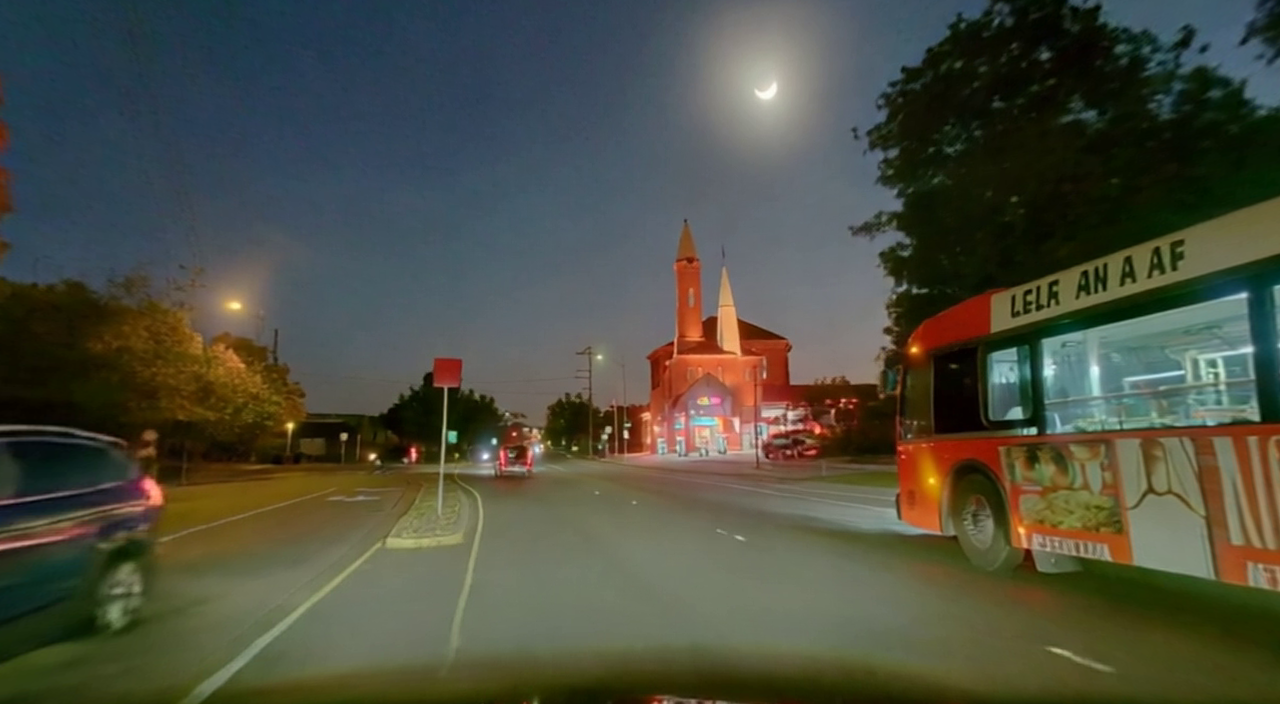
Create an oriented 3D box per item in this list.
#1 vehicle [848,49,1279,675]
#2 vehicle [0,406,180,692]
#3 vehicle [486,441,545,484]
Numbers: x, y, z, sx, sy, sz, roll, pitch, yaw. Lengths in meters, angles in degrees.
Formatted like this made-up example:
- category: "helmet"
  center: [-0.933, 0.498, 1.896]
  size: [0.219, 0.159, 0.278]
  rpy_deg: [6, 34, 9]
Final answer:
- category: "vehicle"
  center: [5.073, -0.093, 2.526]
  size: [3.028, 3.353, 12.630]
  rpy_deg: [1, -9, -6]
- category: "vehicle"
  center: [-4.631, 1.089, 3.287]
  size: [2.060, 1.624, 4.179]
  rpy_deg: [2, -9, -13]
- category: "vehicle"
  center: [-5.341, 4.619, 26.725]
  size: [2.032, 1.621, 4.082]
  rpy_deg: [2, -9, -17]
